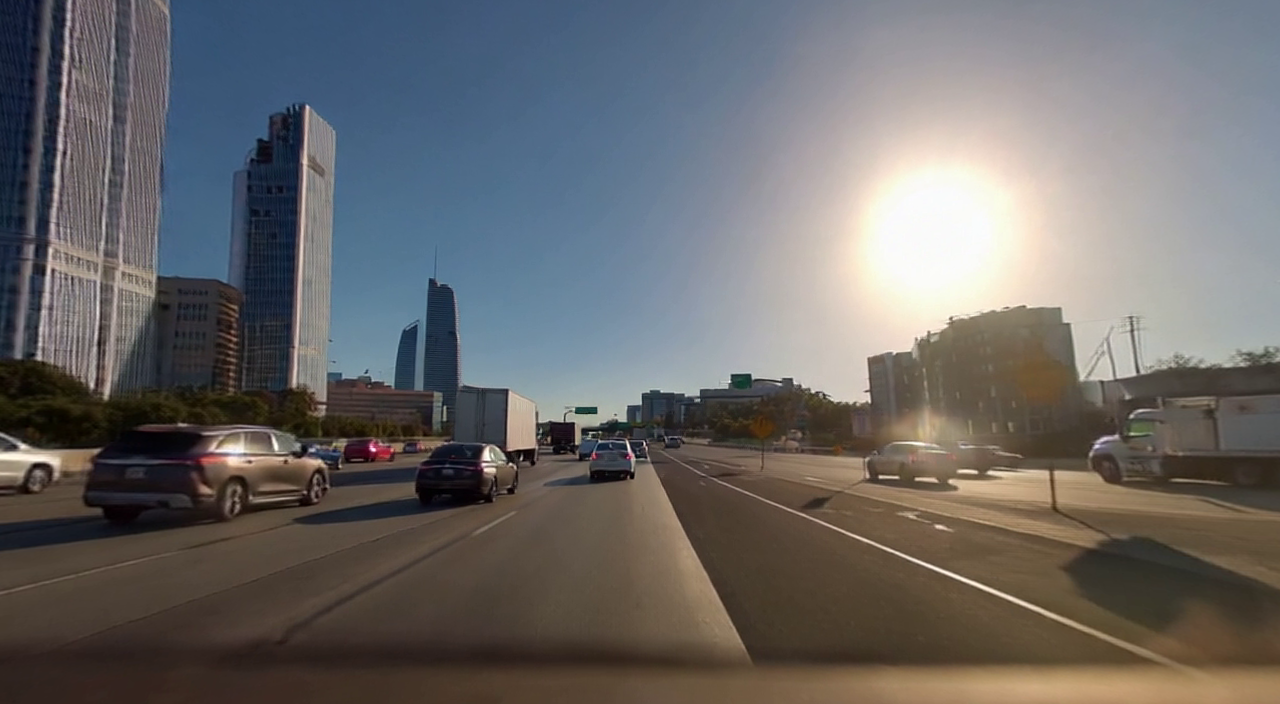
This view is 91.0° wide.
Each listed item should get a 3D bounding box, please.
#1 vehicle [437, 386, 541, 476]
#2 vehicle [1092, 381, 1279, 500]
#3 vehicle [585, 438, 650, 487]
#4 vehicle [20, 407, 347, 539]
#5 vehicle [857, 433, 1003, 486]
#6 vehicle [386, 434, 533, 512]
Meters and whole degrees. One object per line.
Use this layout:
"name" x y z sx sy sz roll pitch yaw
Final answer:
"vehicle" -6.319 3.581 27.801 2.955 3.359 8.322 1 -9 -3
"vehicle" 21.925 3.061 21.725 3.015 3.855 9.519 7 -11 -39
"vehicle" -0.675 3.654 21.125 1.991 1.488 3.922 0 -9 0
"vehicle" -7.536 2.050 11.275 2.190 1.821 4.800 0 -9 0
"vehicle" 11.983 4.471 26.612 2.415 1.972 5.572 3 -9 -18
"vehicle" -3.900 2.692 14.479 2.016 1.497 4.235 0 -9 2
